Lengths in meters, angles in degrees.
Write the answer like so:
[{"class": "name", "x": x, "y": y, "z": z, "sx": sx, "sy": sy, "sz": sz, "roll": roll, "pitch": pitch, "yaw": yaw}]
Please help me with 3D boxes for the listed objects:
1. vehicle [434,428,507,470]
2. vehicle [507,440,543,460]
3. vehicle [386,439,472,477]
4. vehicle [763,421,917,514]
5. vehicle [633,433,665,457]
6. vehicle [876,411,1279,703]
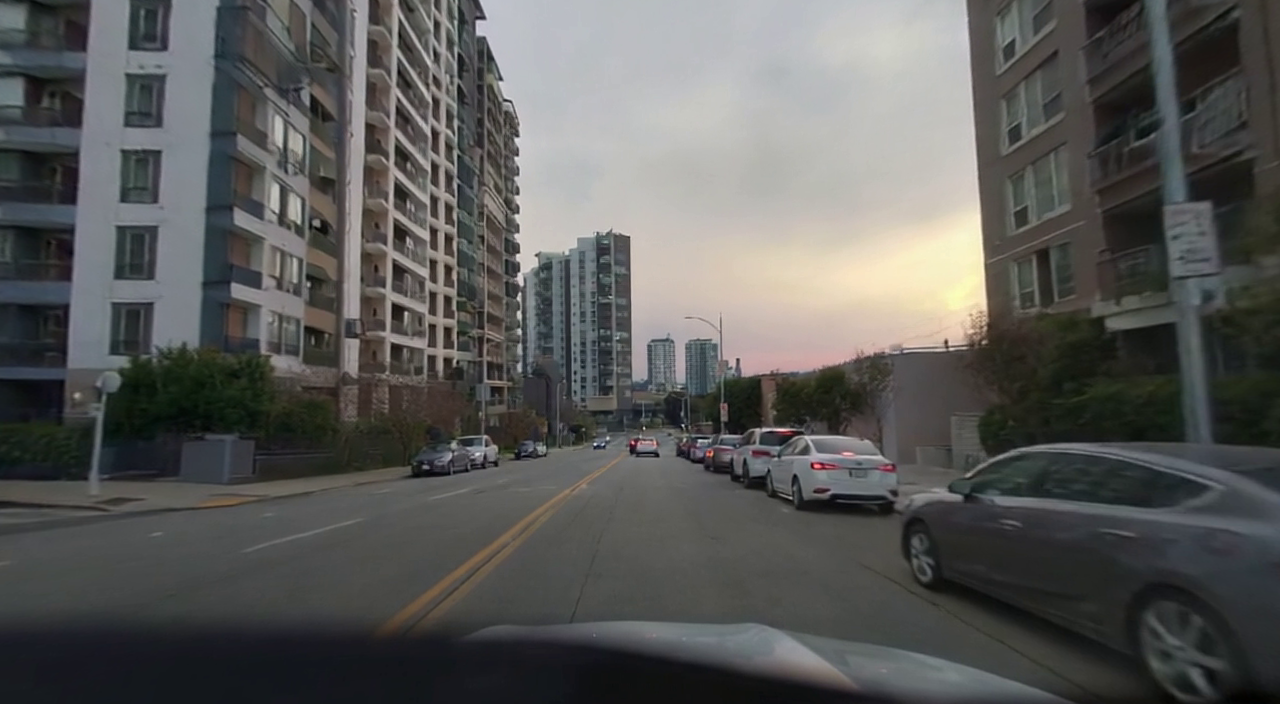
[{"class": "vehicle", "x": -9.030, "y": 5.223, "z": 34.159, "sx": 2.457, "sy": 2.048, "sz": 5.461, "roll": 0, "pitch": -8, "yaw": 0}, {"class": "vehicle", "x": -8.967, "y": 7.641, "z": 49.427, "sx": 2.021, "sy": 1.474, "sz": 4.337, "roll": 0, "pitch": -8, "yaw": -1}, {"class": "vehicle", "x": -9.293, "y": 4.673, "z": 28.221, "sx": 2.089, "sy": 1.549, "sz": 4.597, "roll": -1, "pitch": -8, "yaw": 2}, {"class": "vehicle", "x": 3.825, "y": 2.251, "z": 12.646, "sx": 1.946, "sy": 1.607, "sz": 3.082, "roll": 0, "pitch": -8, "yaw": -2}, {"class": "vehicle", "x": 0.664, "y": 6.957, "z": 47.164, "sx": 2.261, "sy": 1.740, "sz": 4.065, "roll": 0, "pitch": -8, "yaw": 0}, {"class": "vehicle", "x": 3.501, "y": 1.176, "z": 4.006, "sx": 2.107, "sy": 1.439, "sz": 4.938, "roll": 0, "pitch": -8, "yaw": 0}]
